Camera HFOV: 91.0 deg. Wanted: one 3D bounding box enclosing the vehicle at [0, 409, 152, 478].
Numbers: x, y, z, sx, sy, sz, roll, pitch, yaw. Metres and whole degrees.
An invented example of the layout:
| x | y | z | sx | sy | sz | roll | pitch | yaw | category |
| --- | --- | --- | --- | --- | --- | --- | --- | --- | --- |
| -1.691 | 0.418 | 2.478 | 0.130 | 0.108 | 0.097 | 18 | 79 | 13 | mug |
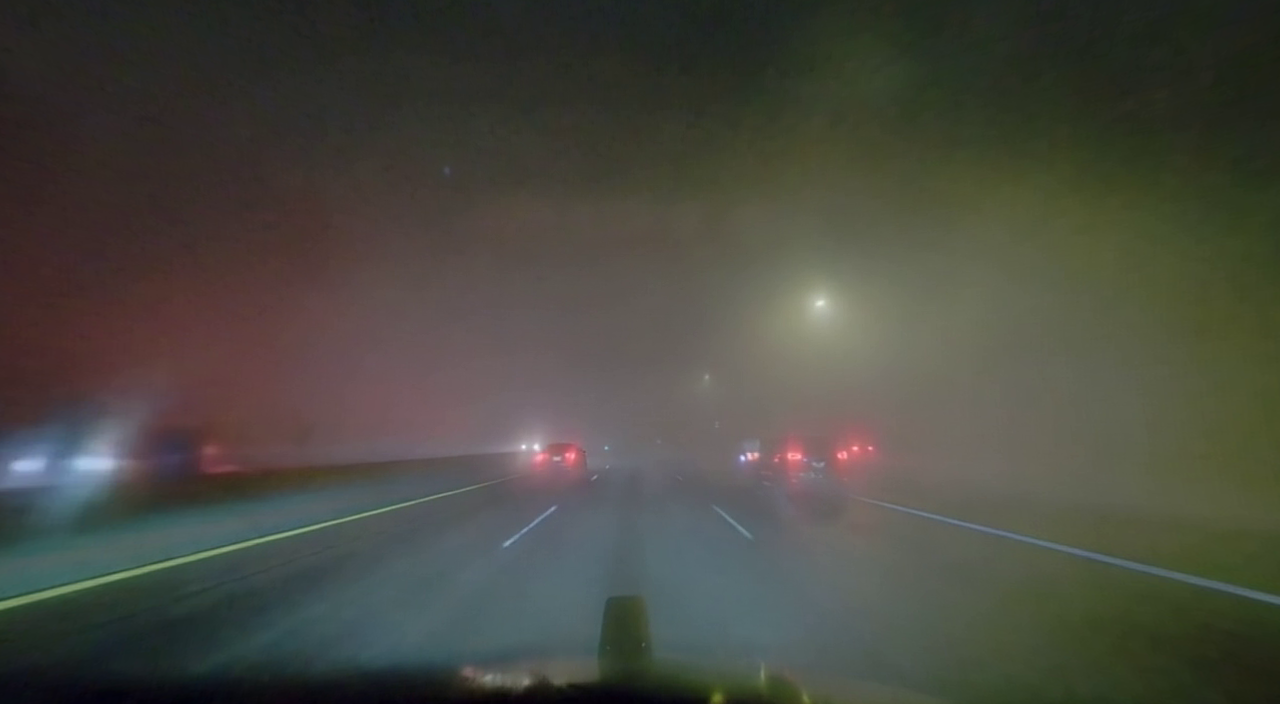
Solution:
| x | y | z | sx | sy | sz | roll | pitch | yaw | category |
| --- | --- | --- | --- | --- | --- | --- | --- | --- | --- |
| -15.976 | 2.469 | 17.050 | 1.901 | 1.628 | 4.389 | 0 | -8 | 1 | vehicle |

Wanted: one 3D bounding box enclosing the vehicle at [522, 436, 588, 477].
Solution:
| x | y | z | sx | sy | sz | roll | pitch | yaw | category |
| --- | --- | --- | --- | --- | --- | --- | --- | --- | --- |
| -3.585 | 4.540 | 27.551 | 2.160 | 1.608 | 5.012 | 0 | -8 | 0 | vehicle |
